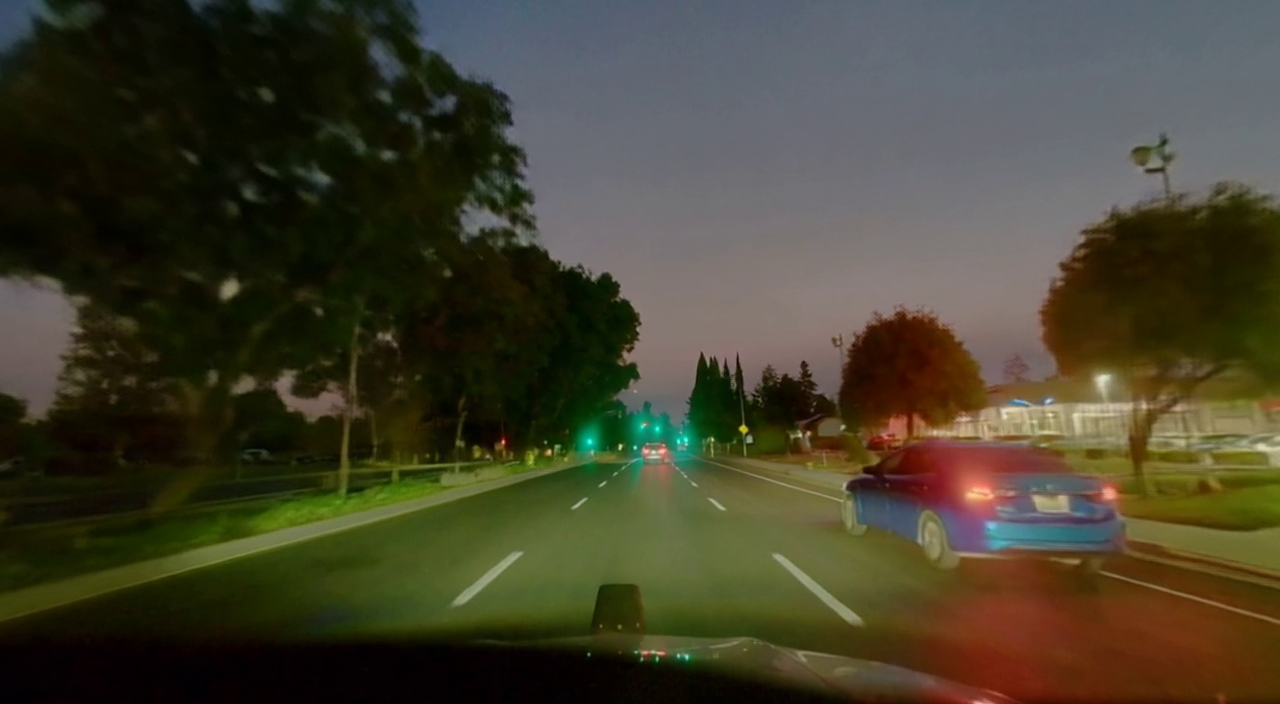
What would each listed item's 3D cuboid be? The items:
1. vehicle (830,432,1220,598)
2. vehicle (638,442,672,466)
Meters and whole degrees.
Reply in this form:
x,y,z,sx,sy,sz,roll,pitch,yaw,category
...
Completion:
x,y,z,sx,sy,sz,roll,pitch,yaw,category
4.197,1.821,8.040,2.053,1.482,4.568,0,-9,-1,vehicle
0.977,6.782,41.835,2.144,1.505,4.128,0,-8,0,vehicle
